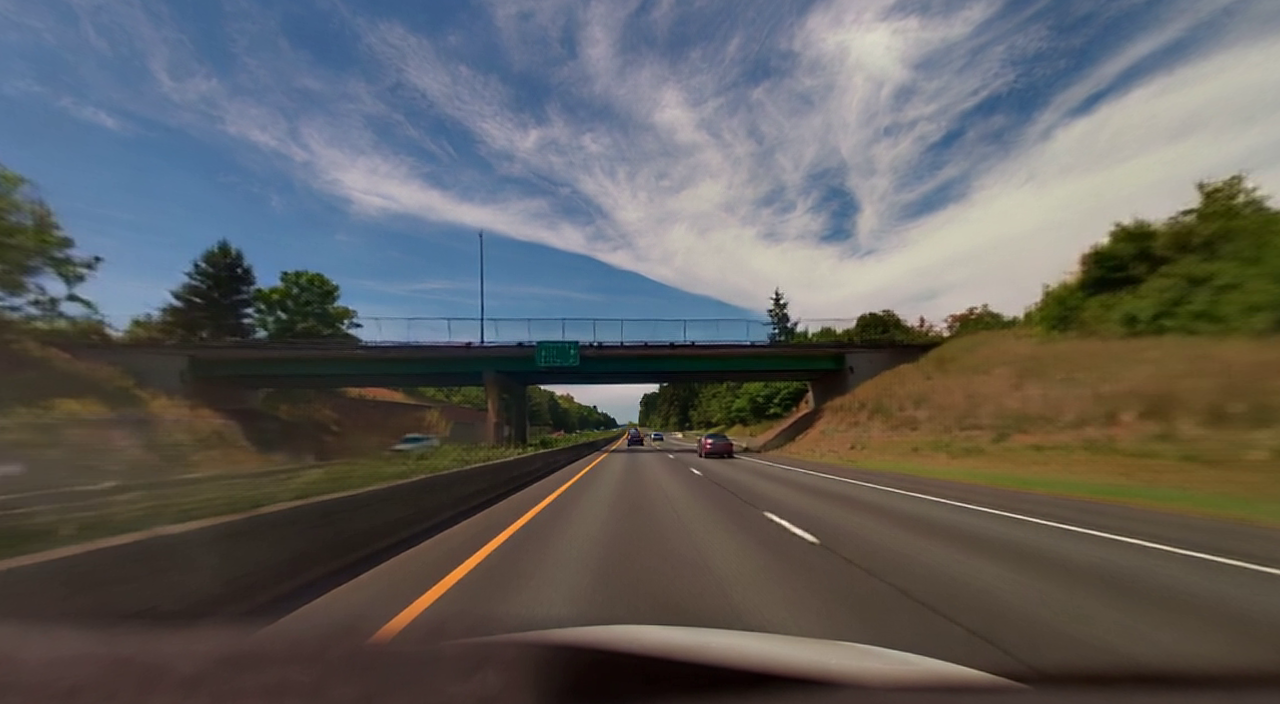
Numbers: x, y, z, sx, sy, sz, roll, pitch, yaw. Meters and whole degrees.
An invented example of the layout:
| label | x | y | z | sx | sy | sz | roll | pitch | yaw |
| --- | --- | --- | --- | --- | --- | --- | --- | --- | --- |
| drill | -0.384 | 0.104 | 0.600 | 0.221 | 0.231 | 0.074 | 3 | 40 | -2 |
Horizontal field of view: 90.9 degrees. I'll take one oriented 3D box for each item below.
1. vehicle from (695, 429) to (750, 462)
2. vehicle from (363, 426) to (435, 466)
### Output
| label | x | y | z | sx | sy | sz | roll | pitch | yaw |
| --- | --- | --- | --- | --- | --- | --- | --- | --- | --- |
| vehicle | 4.023 | 4.632 | 31.436 | 2.010 | 1.526 | 4.438 | 0 | -8 | -2 |
| vehicle | -13.466 | 5.292 | 35.577 | 2.209 | 2.081 | 4.772 | 0 | -8 | -1 |
